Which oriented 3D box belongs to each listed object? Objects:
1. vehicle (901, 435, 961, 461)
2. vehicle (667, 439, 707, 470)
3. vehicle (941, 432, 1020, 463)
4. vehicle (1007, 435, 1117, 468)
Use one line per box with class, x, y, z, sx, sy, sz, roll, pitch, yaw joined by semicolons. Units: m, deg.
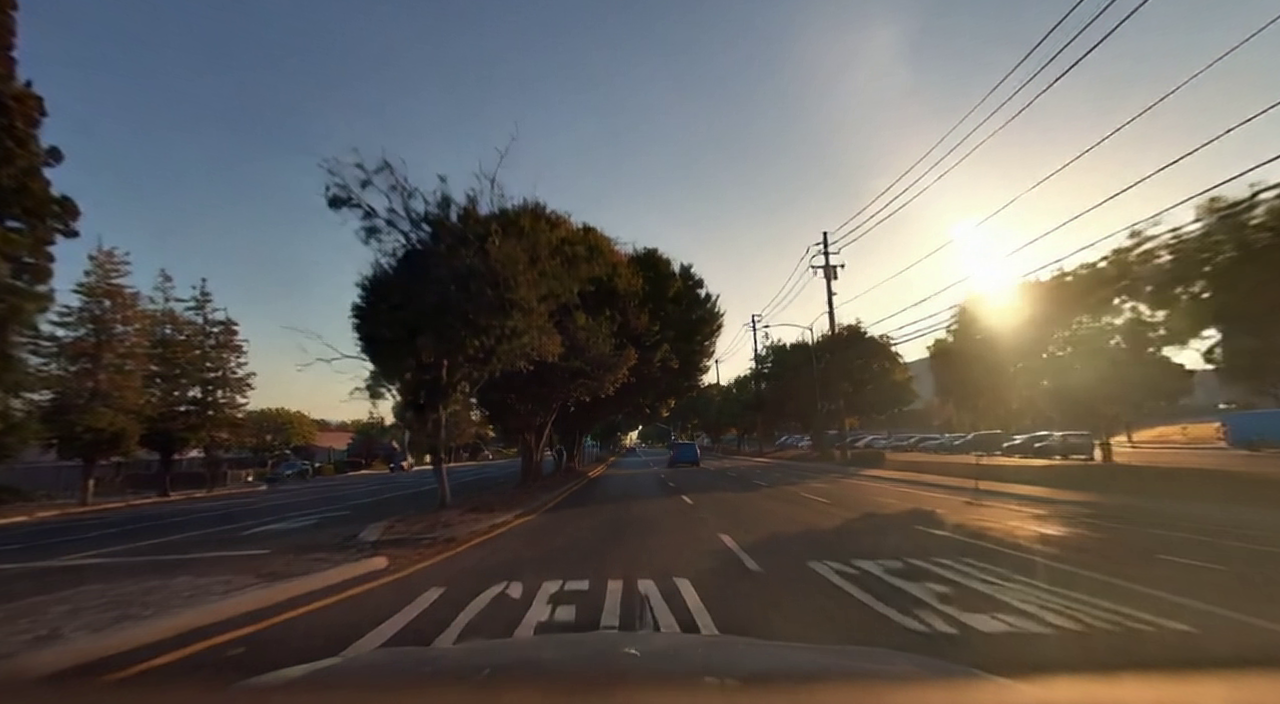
vehicle;20.125;6.661;43.922;1.896;1.656;4.653;0;-9;-1
vehicle;2.957;6.562;40.592;2.086;1.803;4.607;0;-9;-2
vehicle;20.161;5.673;37.665;1.983;1.730;4.563;0;-9;-2
vehicle;20.131;4.787;30.456;1.980;1.423;4.793;0;-9;0
